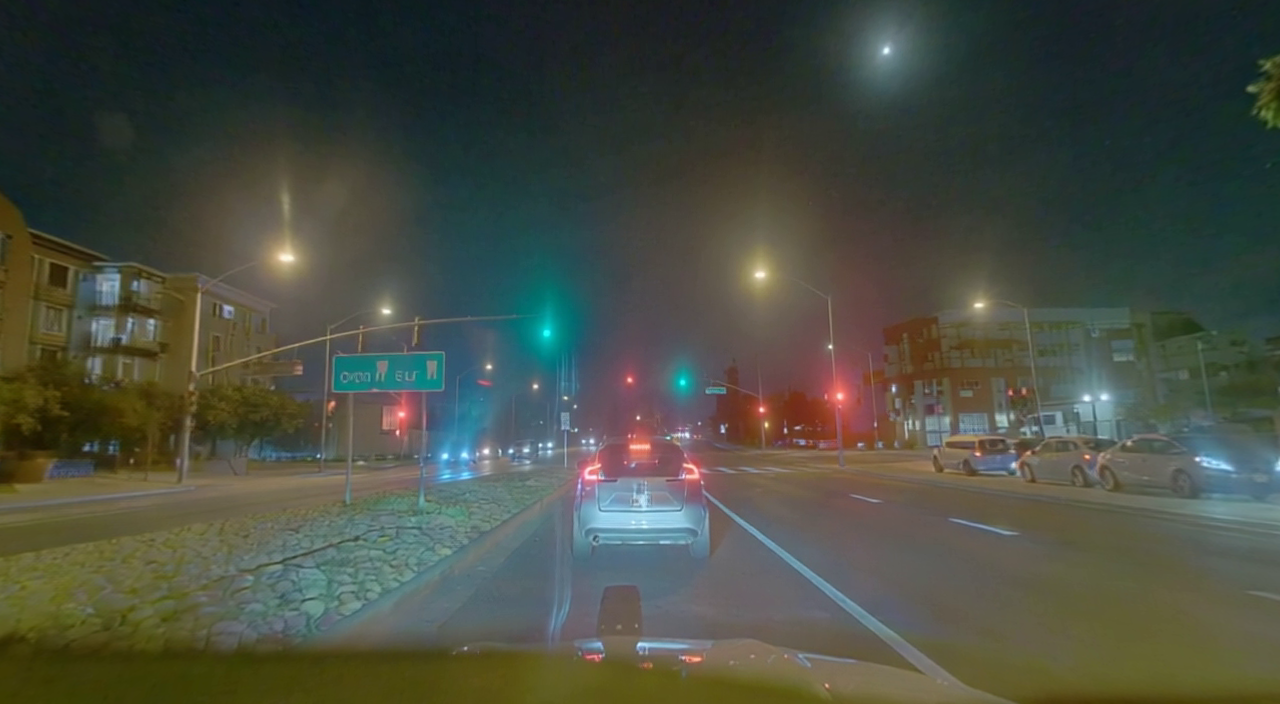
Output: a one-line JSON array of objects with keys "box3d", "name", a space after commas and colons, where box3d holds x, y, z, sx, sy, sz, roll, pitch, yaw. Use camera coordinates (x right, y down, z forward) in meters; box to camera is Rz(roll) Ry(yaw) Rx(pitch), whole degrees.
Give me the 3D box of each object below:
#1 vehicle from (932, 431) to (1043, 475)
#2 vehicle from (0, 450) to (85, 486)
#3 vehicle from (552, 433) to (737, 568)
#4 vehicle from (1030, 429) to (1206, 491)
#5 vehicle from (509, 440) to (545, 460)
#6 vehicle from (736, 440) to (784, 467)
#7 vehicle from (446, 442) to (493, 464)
[{"box3d": [13.079, 3.830, 24.023, 1.887, 1.504, 3.898, 0, -9, -2], "name": "vehicle"}, {"box3d": [-27.384, 5.083, 27.762, 1.773, 1.438, 4.268, 0, -9, 2], "name": "vehicle"}, {"box3d": [-0.057, 1.932, 8.998, 2.010, 1.447, 4.121, 0, -9, -3], "name": "vehicle"}, {"box3d": [13.071, 2.980, 17.591, 1.859, 1.525, 3.948, 0, -9, 1], "name": "vehicle"}, {"box3d": [-8.844, 7.739, 49.692, 1.994, 1.474, 4.411, 0, -9, 1], "name": "vehicle"}, {"box3d": [7.005, 5.951, 37.068, 1.932, 1.439, 4.159, 0, -9, -1], "name": "vehicle"}, {"box3d": [-12.244, 7.266, 45.584, 2.125, 1.495, 4.308, 0, -9, 1], "name": "vehicle"}]
